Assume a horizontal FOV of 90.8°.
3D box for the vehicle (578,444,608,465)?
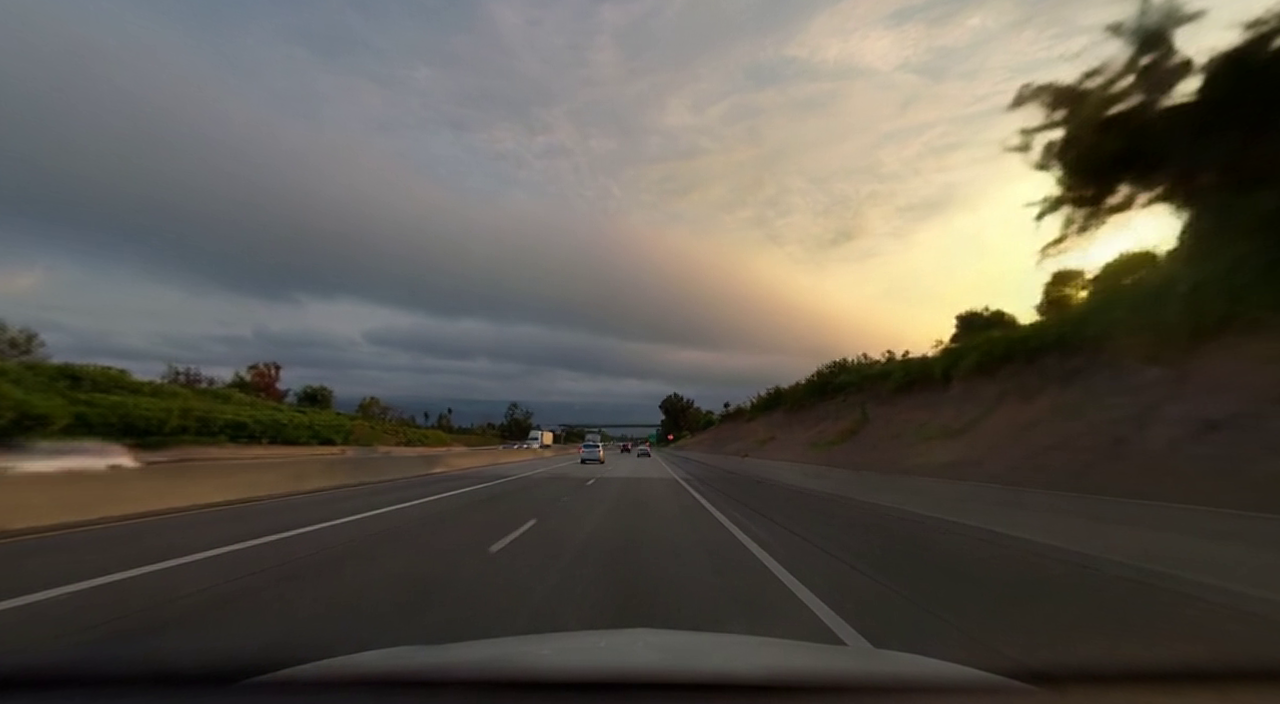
[{"bbox_3d":[-3.504,7.710,47.498,1.921,1.536,3.920,0,-9,0],"label":"vehicle"}]
